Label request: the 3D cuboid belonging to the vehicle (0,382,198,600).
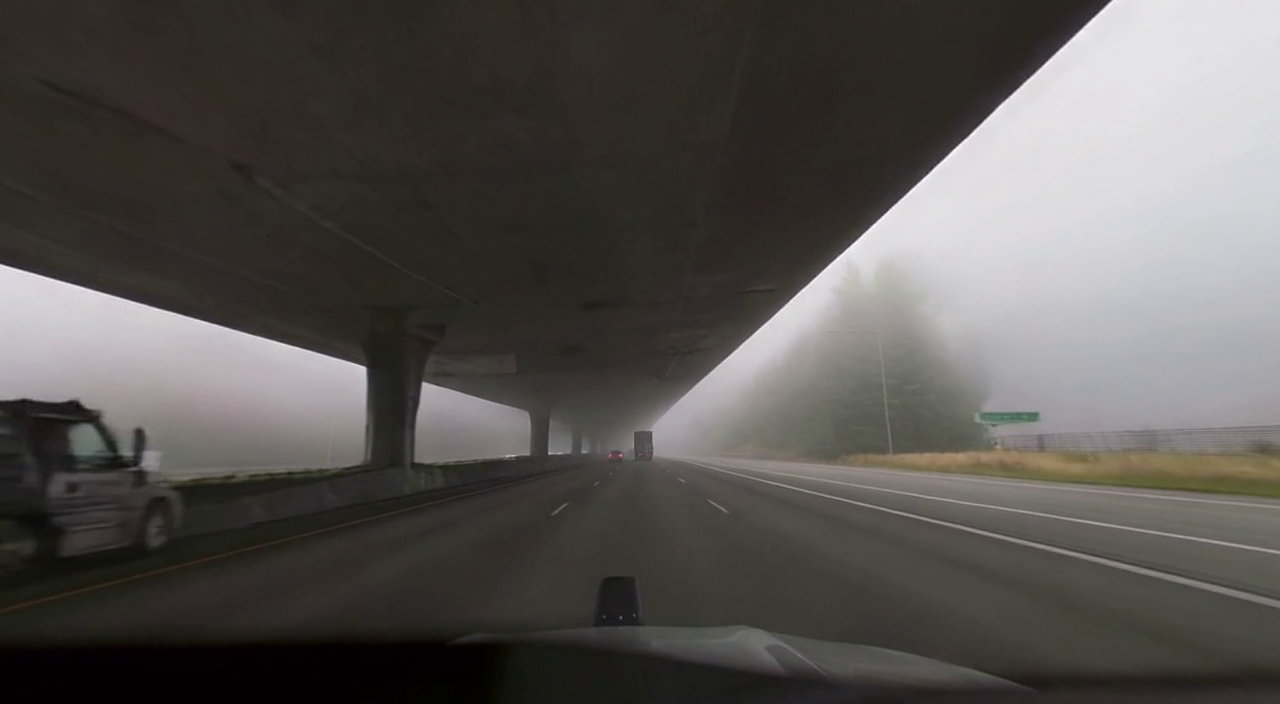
[{"bbox_3d":[-6.881,1.236,5.553,2.195,1.940,5.154,0,-9,0],"label":"vehicle"}]
